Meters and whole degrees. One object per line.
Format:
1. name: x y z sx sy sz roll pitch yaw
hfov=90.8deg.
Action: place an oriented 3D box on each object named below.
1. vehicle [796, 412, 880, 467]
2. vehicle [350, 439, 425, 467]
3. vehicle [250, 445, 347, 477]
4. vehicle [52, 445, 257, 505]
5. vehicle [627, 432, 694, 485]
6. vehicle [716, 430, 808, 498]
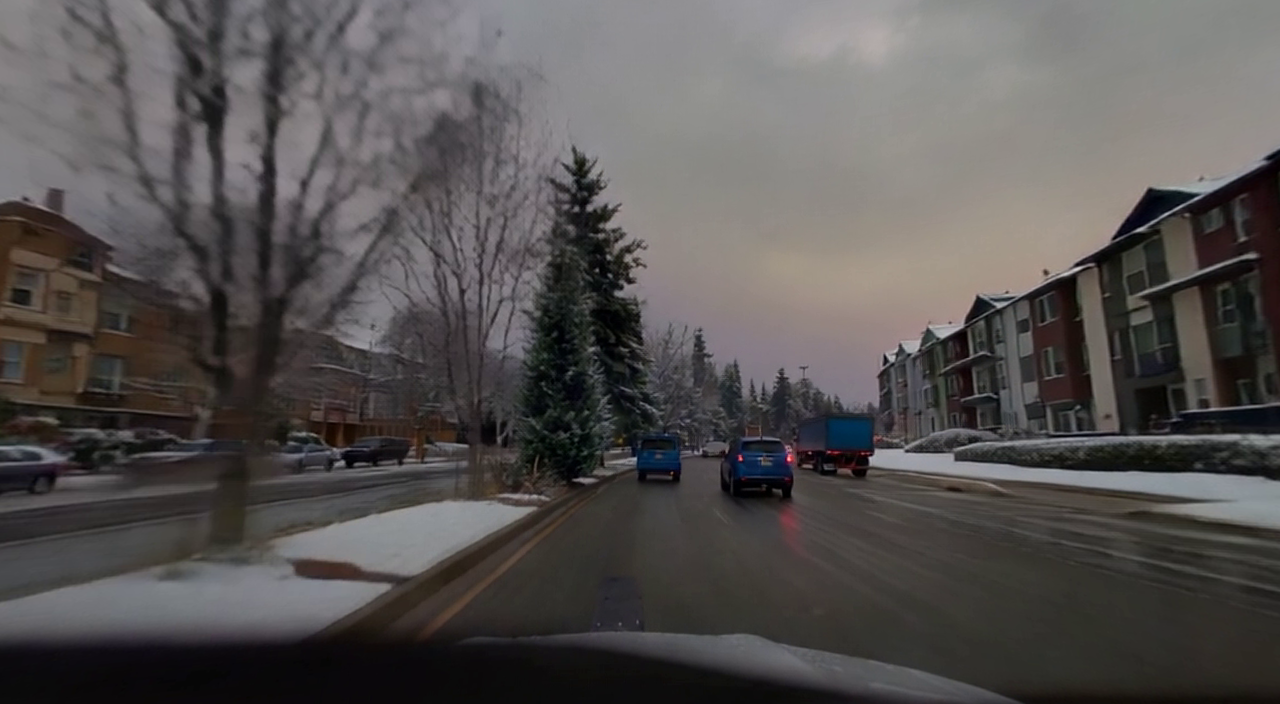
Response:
1. vehicle: 12.622 5.742 41.009 3.705 3.221 6.779 -2 -9 5
2. vehicle: -17.098 6.969 43.125 2.272 1.746 5.914 -1 -11 5
3. vehicle: -17.677 5.698 33.035 2.008 1.487 5.078 -2 -10 3
4. vehicle: -13.550 3.424 18.141 1.884 1.454 4.858 0 -9 2
5. vehicle: 0.834 4.114 24.748 2.345 1.841 5.032 0 -9 2
6. vehicle: 3.591 3.388 19.484 2.033 1.823 4.409 0 -9 1
